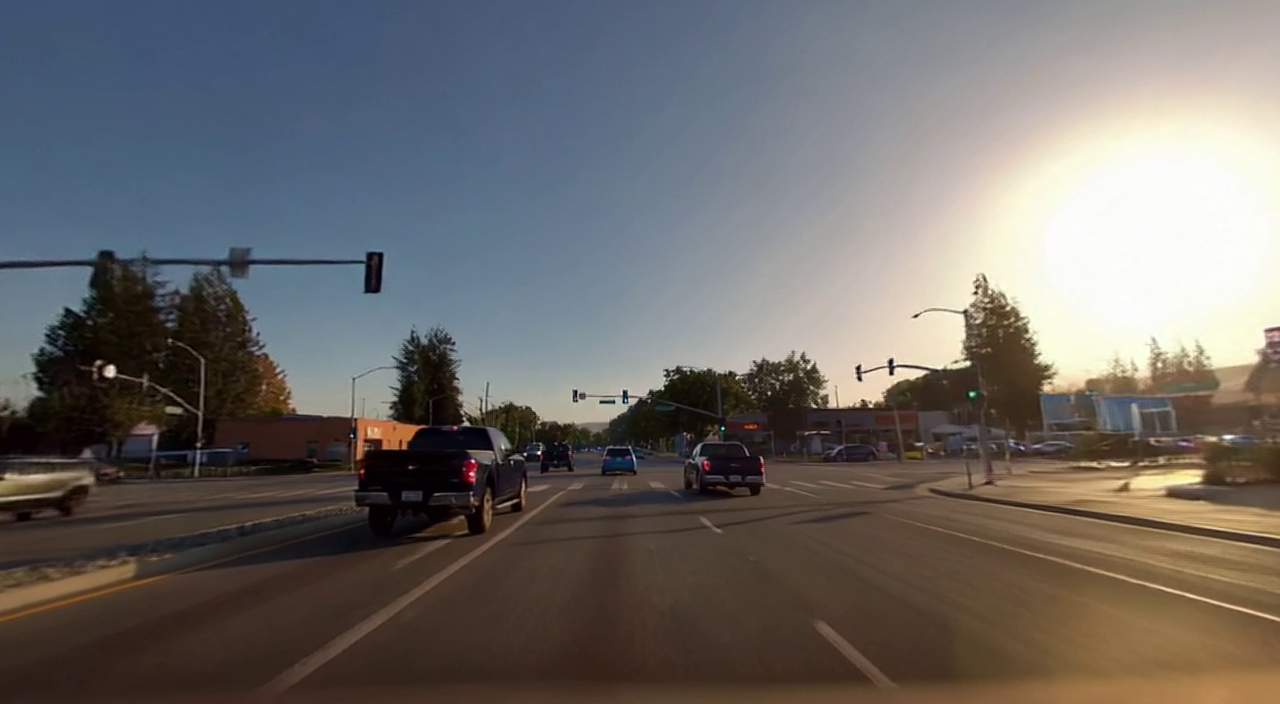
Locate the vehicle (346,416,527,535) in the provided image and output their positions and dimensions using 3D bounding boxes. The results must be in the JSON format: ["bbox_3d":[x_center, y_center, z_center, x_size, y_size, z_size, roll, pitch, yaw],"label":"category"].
[{"bbox_3d":[-3.805,2.427,13.151,2.195,1.905,5.634,0,-9,-3],"label":"vehicle"}]

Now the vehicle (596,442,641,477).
[{"bbox_3d":[-1.103,5.253,31.020,2.029,1.605,3.827,1,-9,-4],"label":"vehicle"}]

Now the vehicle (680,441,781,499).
[{"bbox_3d":[2.502,3.401,18.681,2.061,1.487,4.462,1,-9,-3],"label":"vehicle"}]

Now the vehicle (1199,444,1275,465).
[{"bbox_3d":[42.988,7.390,45.512,4.101,1.426,1.853,2,-9,-11],"label":"vehicle"}]

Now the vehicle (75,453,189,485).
[{"bbox_3d":[-33.009,7.580,41.190,5.204,1.963,2.395,0,-9,-2],"label":"vehicle"}]

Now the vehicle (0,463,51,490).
[{"bbox_3d":[-37.803,7.344,37.307,3.849,1.510,1.865,1,-9,-9],"label":"vehicle"}]

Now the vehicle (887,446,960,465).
[{"bbox_3d":[21.771,7.940,48.622,4.789,1.455,1.986,2,-9,-11],"label":"vehicle"}]
